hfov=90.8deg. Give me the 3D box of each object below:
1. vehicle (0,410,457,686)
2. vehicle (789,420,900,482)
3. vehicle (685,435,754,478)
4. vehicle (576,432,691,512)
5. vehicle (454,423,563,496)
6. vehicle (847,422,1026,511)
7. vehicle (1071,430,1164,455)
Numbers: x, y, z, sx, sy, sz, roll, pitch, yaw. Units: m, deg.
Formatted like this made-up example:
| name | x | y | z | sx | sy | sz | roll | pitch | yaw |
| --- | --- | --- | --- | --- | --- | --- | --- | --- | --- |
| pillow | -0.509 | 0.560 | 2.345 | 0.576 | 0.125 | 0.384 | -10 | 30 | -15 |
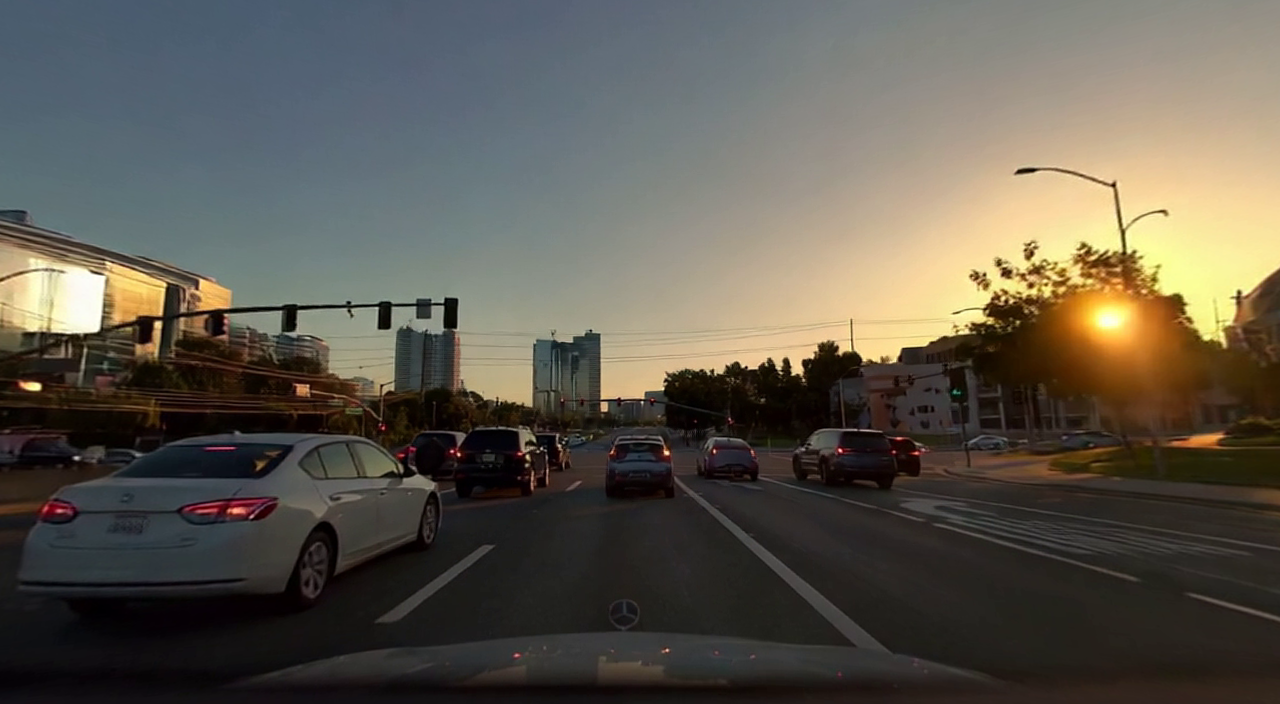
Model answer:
| name | x | y | z | sx | sy | sz | roll | pitch | yaw |
| --- | --- | --- | --- | --- | --- | --- | --- | --- | --- |
| vehicle | -3.205 | 1.366 | 5.604 | 1.837 | 1.463 | 4.311 | 0 | -8 | 0 |
| vehicle | 7.174 | 3.552 | 22.905 | 2.156 | 1.982 | 5.358 | 0 | -8 | -1 |
| vehicle | 2.998 | 4.064 | 24.932 | 1.987 | 1.515 | 4.521 | 0 | -8 | -2 |
| vehicle | -0.137 | 2.483 | 13.549 | 2.098 | 1.431 | 3.958 | 0 | -8 | 0 |
| vehicle | -3.386 | 2.866 | 17.174 | 2.033 | 1.714 | 4.278 | 0 | -8 | 0 |
| vehicle | 6.423 | 2.512 | 14.340 | 1.945 | 1.706 | 4.190 | 0 | -8 | -1 |
| vehicle | 35.502 | 6.742 | 47.086 | 5.147 | 1.774 | 2.049 | 0 | -9 | 2 |
